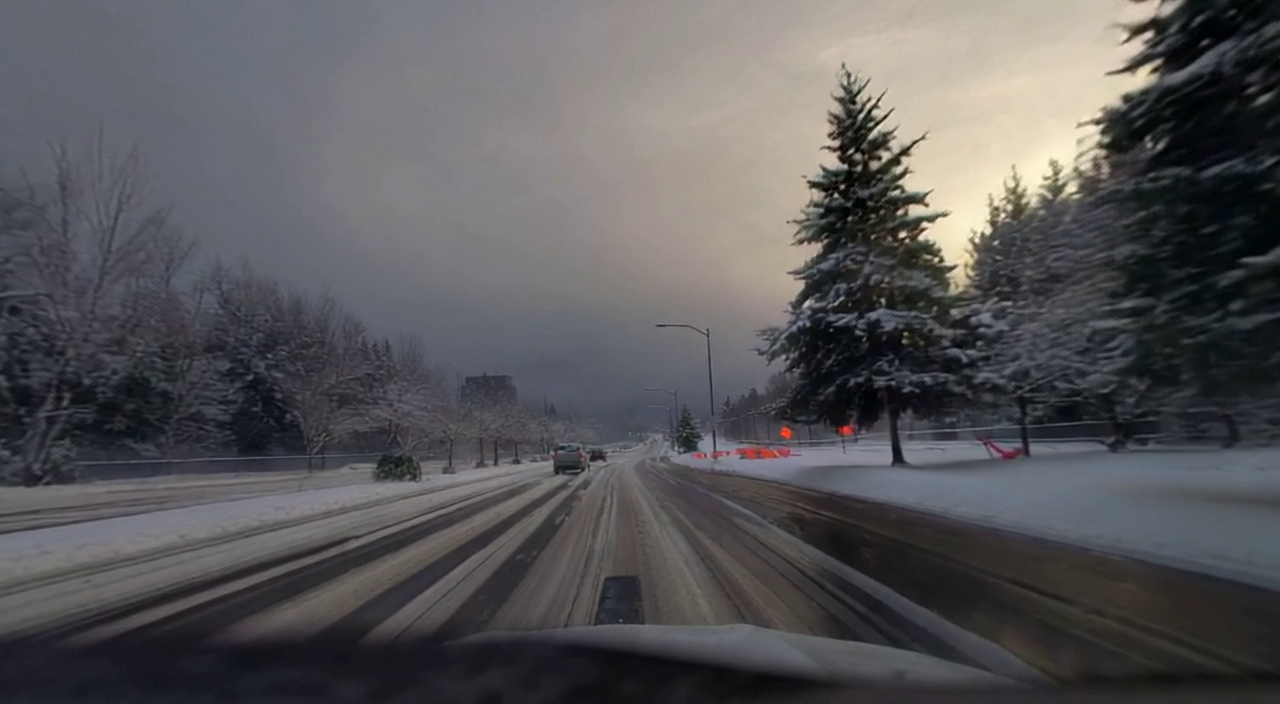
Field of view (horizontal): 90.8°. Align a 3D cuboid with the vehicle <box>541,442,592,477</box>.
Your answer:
[{"bbox_3d":[-3.651,5.421,32.088,2.121,1.654,3.993,0,-8,0],"label":"vehicle"}]
